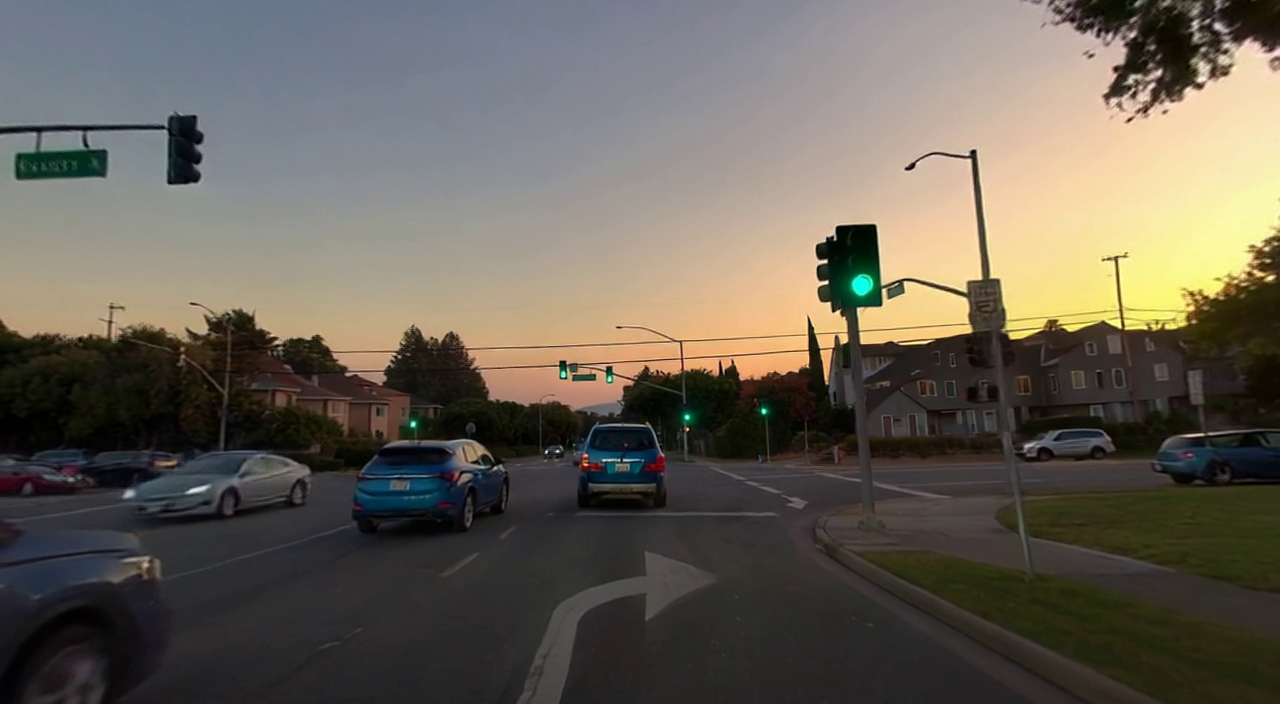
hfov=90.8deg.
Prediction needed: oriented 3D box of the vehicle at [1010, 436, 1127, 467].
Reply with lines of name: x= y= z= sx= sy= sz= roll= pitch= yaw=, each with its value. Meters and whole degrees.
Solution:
vehicle: x=21.190 y=4.937 z=31.427 sx=4.353 sy=1.431 sz=1.876 roll=-2 pitch=-9 yaw=14

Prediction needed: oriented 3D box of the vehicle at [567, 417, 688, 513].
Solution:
vehicle: x=-0.259 y=2.577 z=14.894 sx=2.396 sy=1.881 sz=4.606 roll=0 pitch=-8 yaw=0

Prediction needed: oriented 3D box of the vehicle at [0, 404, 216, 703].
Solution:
vehicle: x=-3.398 y=0.767 z=1.132 sx=1.977 sy=1.488 sz=4.741 roll=0 pitch=-8 yaw=0

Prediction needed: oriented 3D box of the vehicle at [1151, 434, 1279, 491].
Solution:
vehicle: x=17.142 y=2.964 z=17.060 sx=4.715 sy=1.439 sz=1.874 roll=-2 pitch=-9 yaw=14

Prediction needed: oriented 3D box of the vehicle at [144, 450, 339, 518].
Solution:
vehicle: x=-10.085 y=3.335 z=16.567 sx=2.028 sy=1.474 sz=4.637 roll=0 pitch=-8 yaw=1

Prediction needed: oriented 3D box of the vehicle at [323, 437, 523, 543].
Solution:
vehicle: x=-3.416 y=2.241 z=10.995 sx=1.934 sy=1.459 sz=4.368 roll=0 pitch=-8 yaw=0

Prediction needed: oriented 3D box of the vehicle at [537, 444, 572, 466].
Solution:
vehicle: x=-6.727 y=8.116 z=49.946 sx=2.069 sy=1.651 sz=4.431 roll=0 pitch=-8 yaw=1
